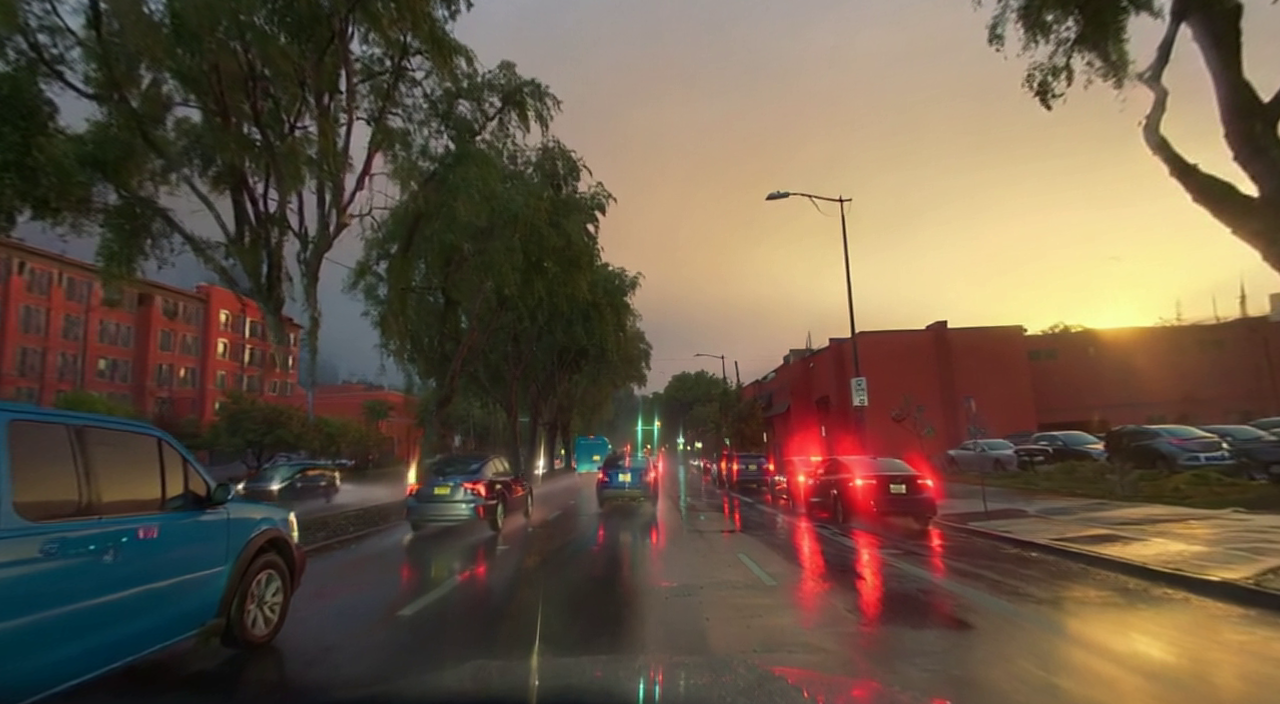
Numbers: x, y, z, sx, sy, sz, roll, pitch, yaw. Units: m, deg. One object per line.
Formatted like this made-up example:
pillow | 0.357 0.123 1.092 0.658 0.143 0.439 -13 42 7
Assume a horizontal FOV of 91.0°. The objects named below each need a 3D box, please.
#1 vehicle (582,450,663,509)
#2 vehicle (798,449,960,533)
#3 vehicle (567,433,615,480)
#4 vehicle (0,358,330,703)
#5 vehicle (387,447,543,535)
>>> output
vehicle | -0.428 3.737 18.930 2.152 1.518 4.113 0 -9 1
vehicle | 4.898 2.859 13.592 1.832 1.491 4.054 1 -9 -1
vehicle | -3.285 7.210 43.790 2.609 2.932 6.810 0 -9 1
vehicle | -3.731 0.957 2.905 2.140 1.768 4.685 0 -9 1
vehicle | -3.505 2.843 13.595 1.995 1.554 4.426 0 -9 1
